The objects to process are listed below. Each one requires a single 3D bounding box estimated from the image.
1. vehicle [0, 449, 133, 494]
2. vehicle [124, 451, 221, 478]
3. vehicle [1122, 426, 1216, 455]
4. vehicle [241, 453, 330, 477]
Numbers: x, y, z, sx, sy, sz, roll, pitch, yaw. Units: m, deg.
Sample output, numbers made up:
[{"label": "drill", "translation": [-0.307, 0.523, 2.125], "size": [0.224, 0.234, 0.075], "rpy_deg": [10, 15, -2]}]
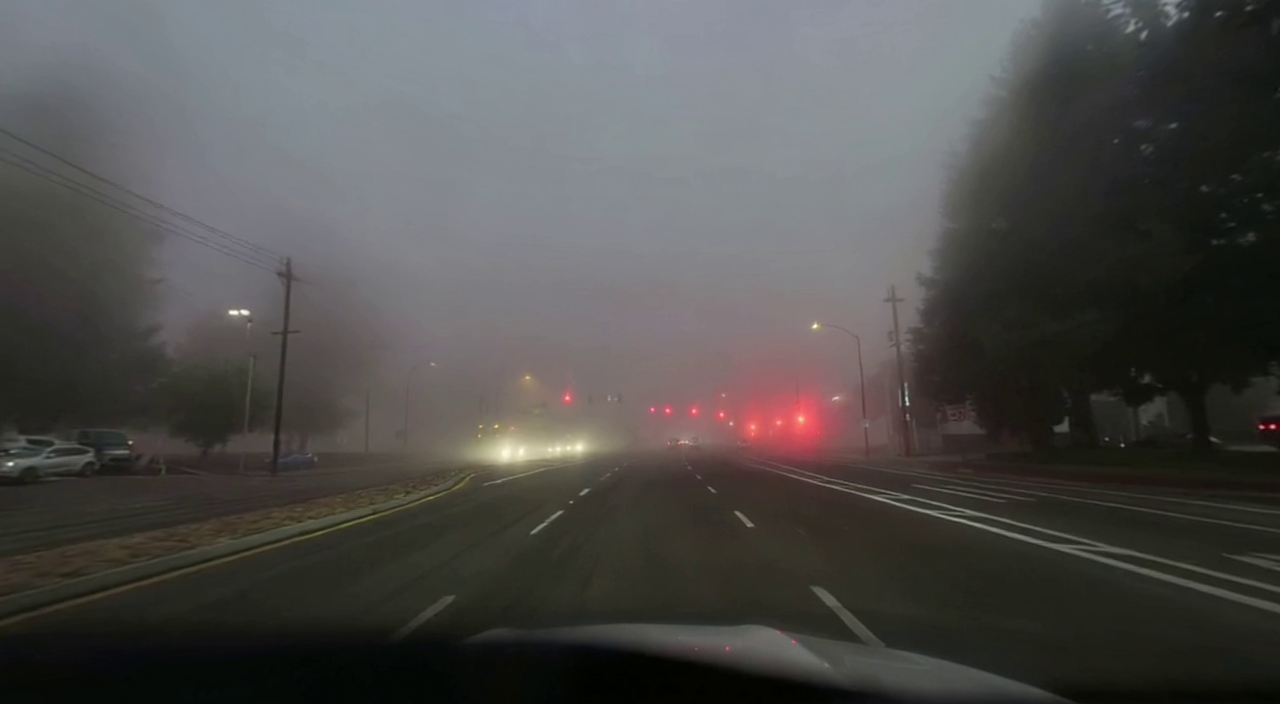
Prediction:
[{"label": "vehicle", "translation": [-25.576, 5.185, 27.860], "size": [1.962, 1.776, 4.701], "rpy_deg": [-1, -8, 8]}, {"label": "vehicle", "translation": [-30.219, 7.309, 40.871], "size": [4.585, 1.636, 2.000], "rpy_deg": [0, -10, -2]}, {"label": "vehicle", "translation": [28.069, 4.706, 33.601], "size": [1.864, 1.431, 3.703], "rpy_deg": [-1, -8, 4]}, {"label": "vehicle", "translation": [-23.038, 7.326, 41.071], "size": [4.606, 1.458, 1.837], "rpy_deg": [1, -8, -5]}]
